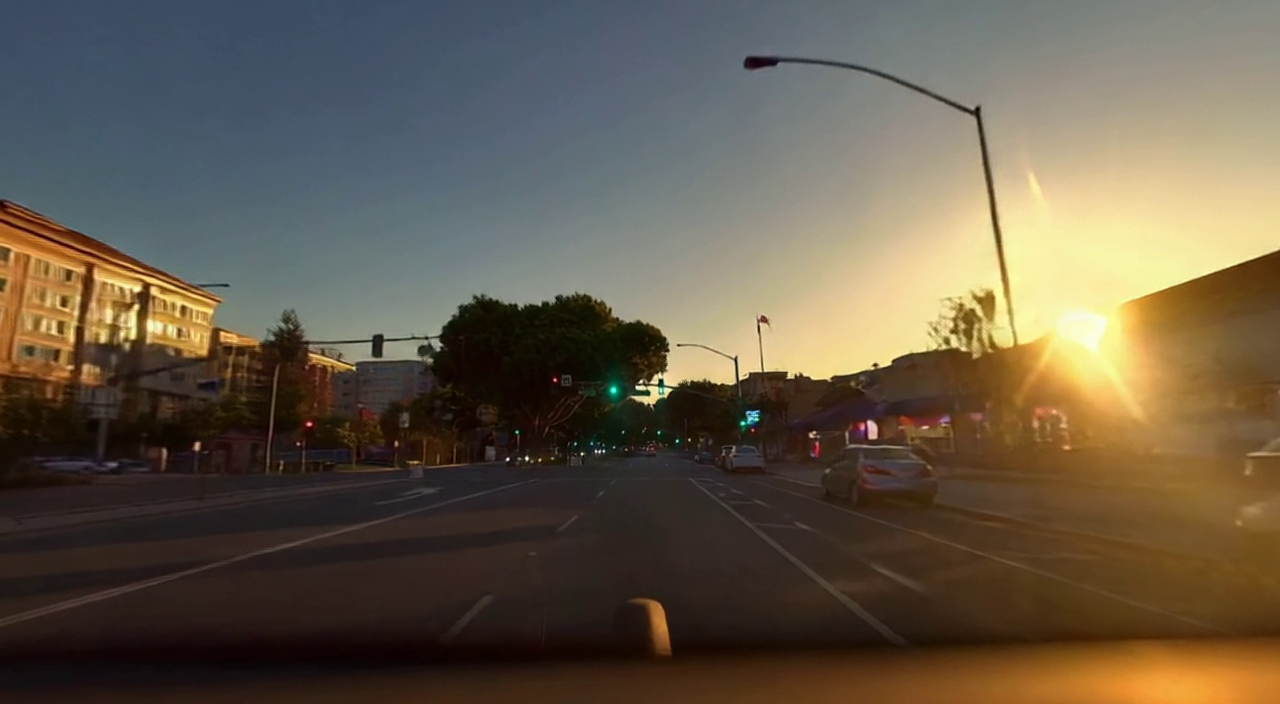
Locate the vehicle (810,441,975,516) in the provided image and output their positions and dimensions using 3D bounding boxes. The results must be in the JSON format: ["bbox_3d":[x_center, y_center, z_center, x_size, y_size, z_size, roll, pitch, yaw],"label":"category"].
[{"bbox_3d":[5.954,3.038,15.650,2.057,1.541,4.735,0,-9,-1],"label":"vehicle"}]

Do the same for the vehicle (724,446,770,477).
[{"bbox_3d":[6.154,6.375,36.918,1.845,1.664,5.285,0,-9,1],"label":"vehicle"}]
